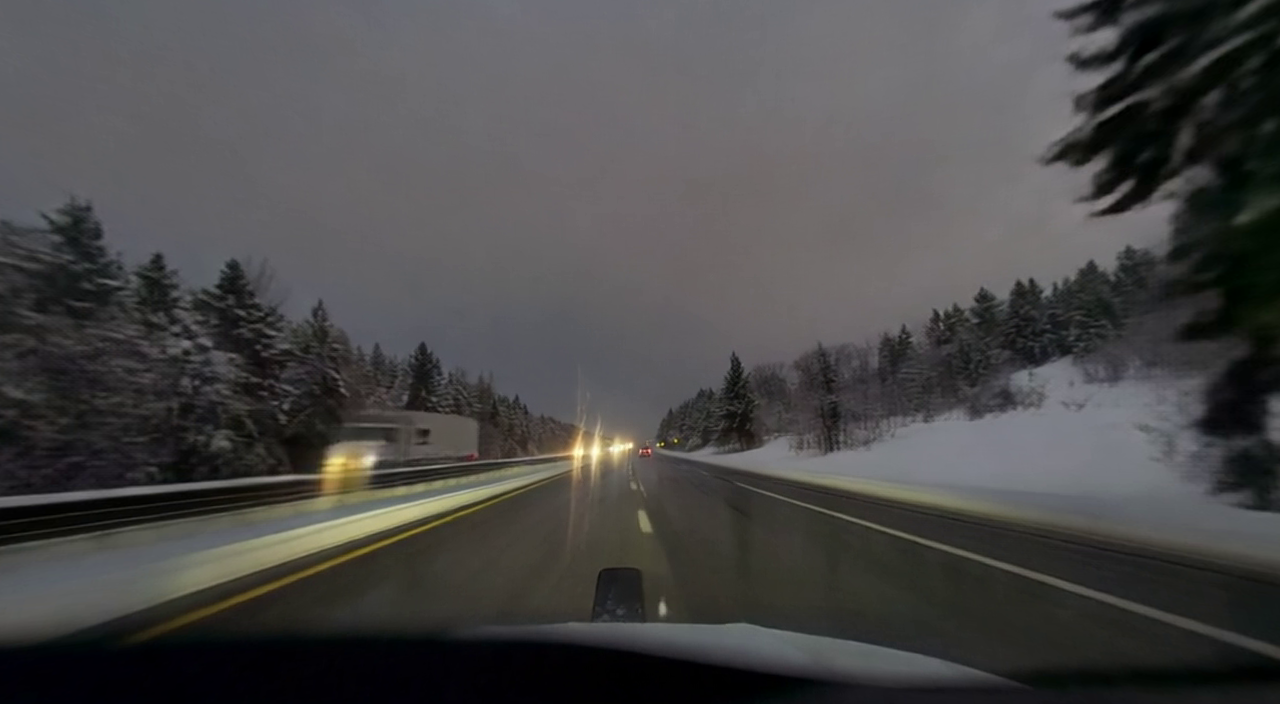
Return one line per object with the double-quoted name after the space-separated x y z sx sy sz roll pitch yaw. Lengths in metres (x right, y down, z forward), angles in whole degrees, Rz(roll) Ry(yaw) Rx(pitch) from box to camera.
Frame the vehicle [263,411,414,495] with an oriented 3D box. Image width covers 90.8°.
-10.983 3.799 23.839 2.597 2.717 6.297 0 -9 -1 "vehicle"
